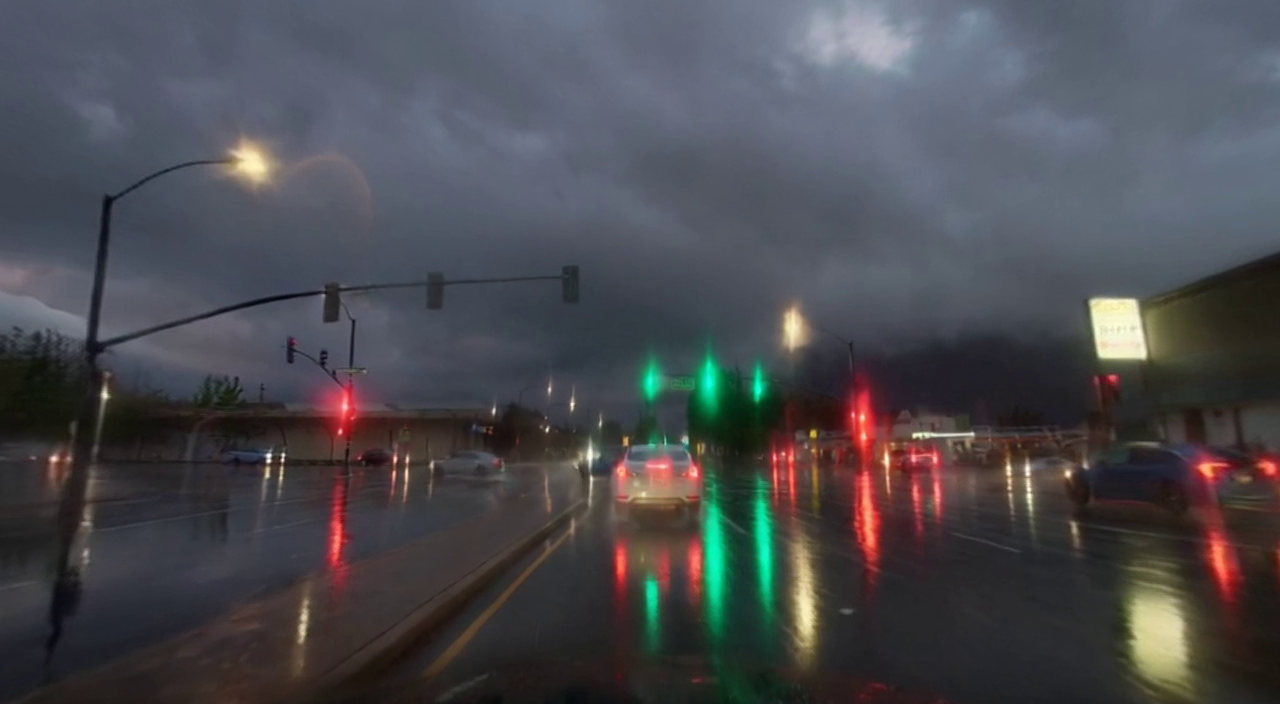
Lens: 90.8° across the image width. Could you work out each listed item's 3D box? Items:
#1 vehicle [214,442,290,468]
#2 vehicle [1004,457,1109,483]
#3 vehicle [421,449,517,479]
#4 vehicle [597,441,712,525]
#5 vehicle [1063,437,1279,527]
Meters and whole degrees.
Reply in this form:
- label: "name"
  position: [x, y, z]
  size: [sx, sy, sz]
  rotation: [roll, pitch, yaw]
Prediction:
- label: "vehicle"
  position: [-30.223, 7.986, 49.303]
  size: [1.999, 1.702, 4.557]
  rotation: [-2, -7, 30]
- label: "vehicle"
  position: [23.983, 6.816, 36.517]
  size: [4.684, 1.412, 1.995]
  rotation: [0, -9, -1]
- label: "vehicle"
  position: [-8.834, 5.765, 32.644]
  size: [4.531, 1.434, 1.841]
  rotation: [-4, -9, 22]
- label: "vehicle"
  position: [0.309, 2.680, 13.505]
  size: [2.067, 1.471, 4.241]
  rotation: [0, -9, 1]
- label: "vehicle"
  position: [13.989, 3.133, 15.991]
  size: [2.309, 1.819, 5.793]
  rotation: [0, -9, -3]
